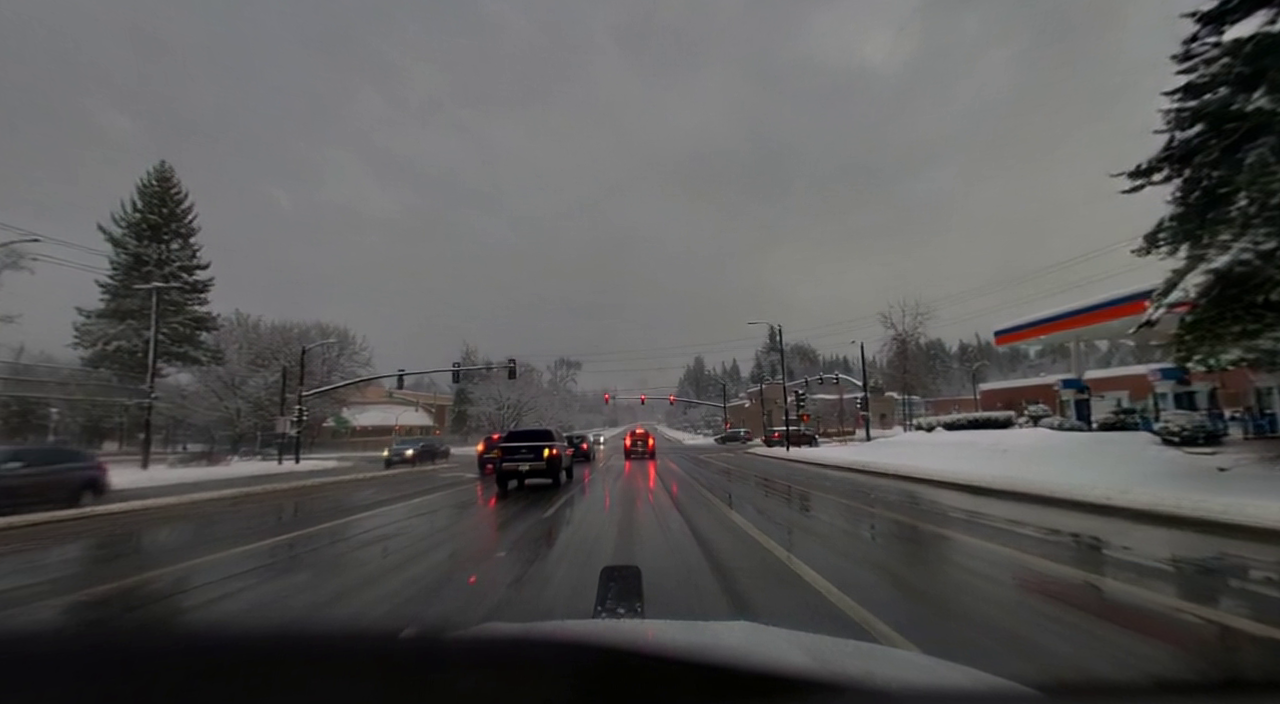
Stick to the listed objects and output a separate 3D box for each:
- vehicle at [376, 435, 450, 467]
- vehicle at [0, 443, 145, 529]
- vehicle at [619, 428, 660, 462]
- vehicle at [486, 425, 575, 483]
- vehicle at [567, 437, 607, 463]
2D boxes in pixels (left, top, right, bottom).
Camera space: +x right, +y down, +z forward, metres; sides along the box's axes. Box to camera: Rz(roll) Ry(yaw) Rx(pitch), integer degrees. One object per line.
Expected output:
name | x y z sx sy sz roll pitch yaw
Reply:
vehicle | -14.004 6.157 39.458 2.238 1.872 5.625 -1 -9 4
vehicle | -13.527 2.811 13.572 1.981 1.671 4.598 0 -9 1
vehicle | 0.036 5.442 36.907 2.224 1.819 5.005 0 -8 1
vehicle | -3.478 3.359 20.994 2.096 1.718 4.266 0 -9 1
vehicle | -3.102 5.880 37.959 1.881 1.424 4.098 0 -9 2
